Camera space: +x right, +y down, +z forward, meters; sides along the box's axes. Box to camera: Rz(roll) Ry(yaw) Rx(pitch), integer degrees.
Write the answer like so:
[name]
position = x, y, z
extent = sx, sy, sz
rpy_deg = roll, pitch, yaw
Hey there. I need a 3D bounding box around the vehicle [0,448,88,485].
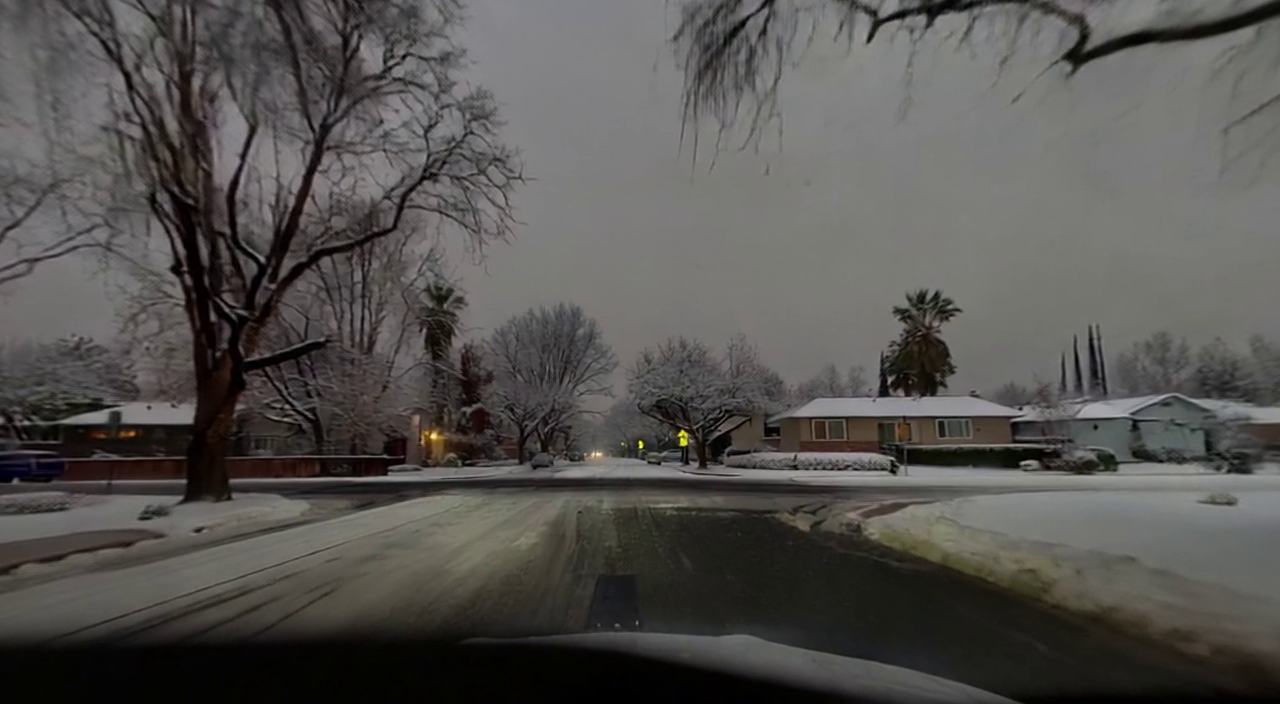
[vehicle]
position = -30.280, 5.650, 31.193
extent = 4.023, 1.692, 2.024
rpy_deg = 0, -10, -2
